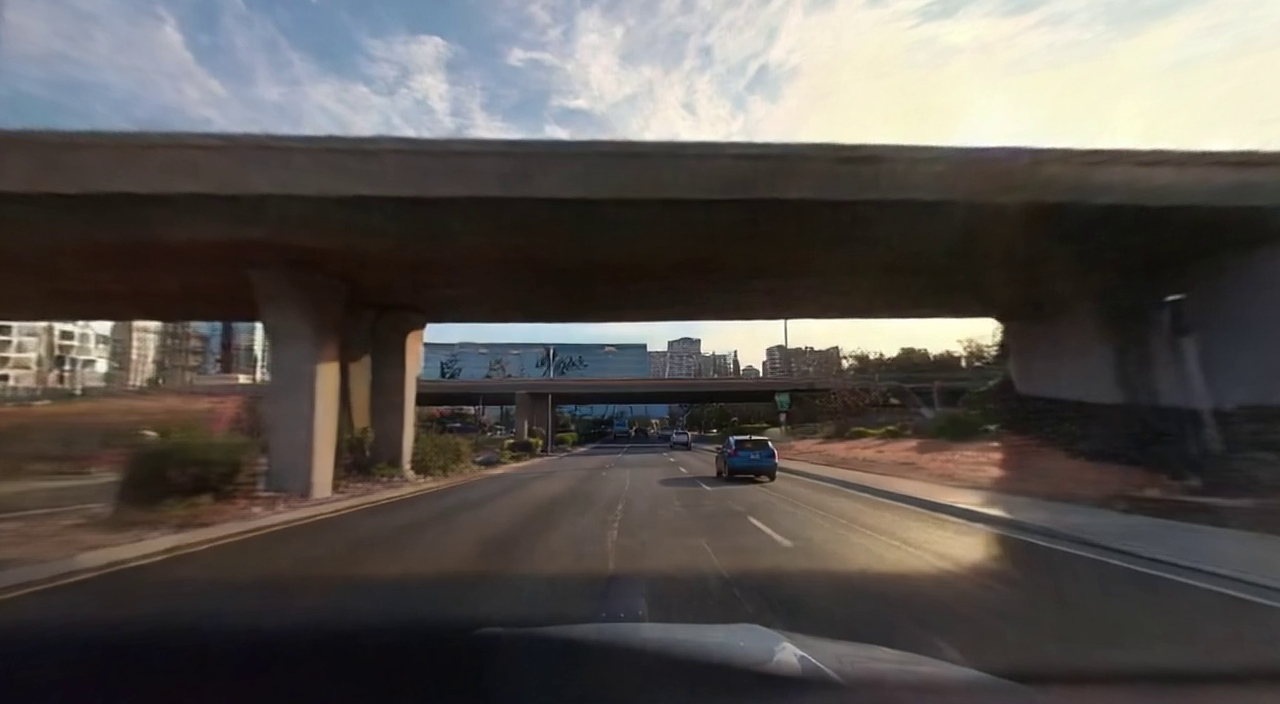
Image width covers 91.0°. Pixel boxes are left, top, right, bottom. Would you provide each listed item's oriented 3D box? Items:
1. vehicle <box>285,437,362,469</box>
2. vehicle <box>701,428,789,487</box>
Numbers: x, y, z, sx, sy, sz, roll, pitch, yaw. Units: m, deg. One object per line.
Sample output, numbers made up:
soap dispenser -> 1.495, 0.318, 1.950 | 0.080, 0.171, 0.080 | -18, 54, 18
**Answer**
vehicle -> -19.120, 6.109, 38.357 | 2.056, 1.793, 4.976 | 0, -9, 0
vehicle -> 3.317, 3.467, 20.912 | 2.110, 1.712, 4.489 | 0, -9, -1
